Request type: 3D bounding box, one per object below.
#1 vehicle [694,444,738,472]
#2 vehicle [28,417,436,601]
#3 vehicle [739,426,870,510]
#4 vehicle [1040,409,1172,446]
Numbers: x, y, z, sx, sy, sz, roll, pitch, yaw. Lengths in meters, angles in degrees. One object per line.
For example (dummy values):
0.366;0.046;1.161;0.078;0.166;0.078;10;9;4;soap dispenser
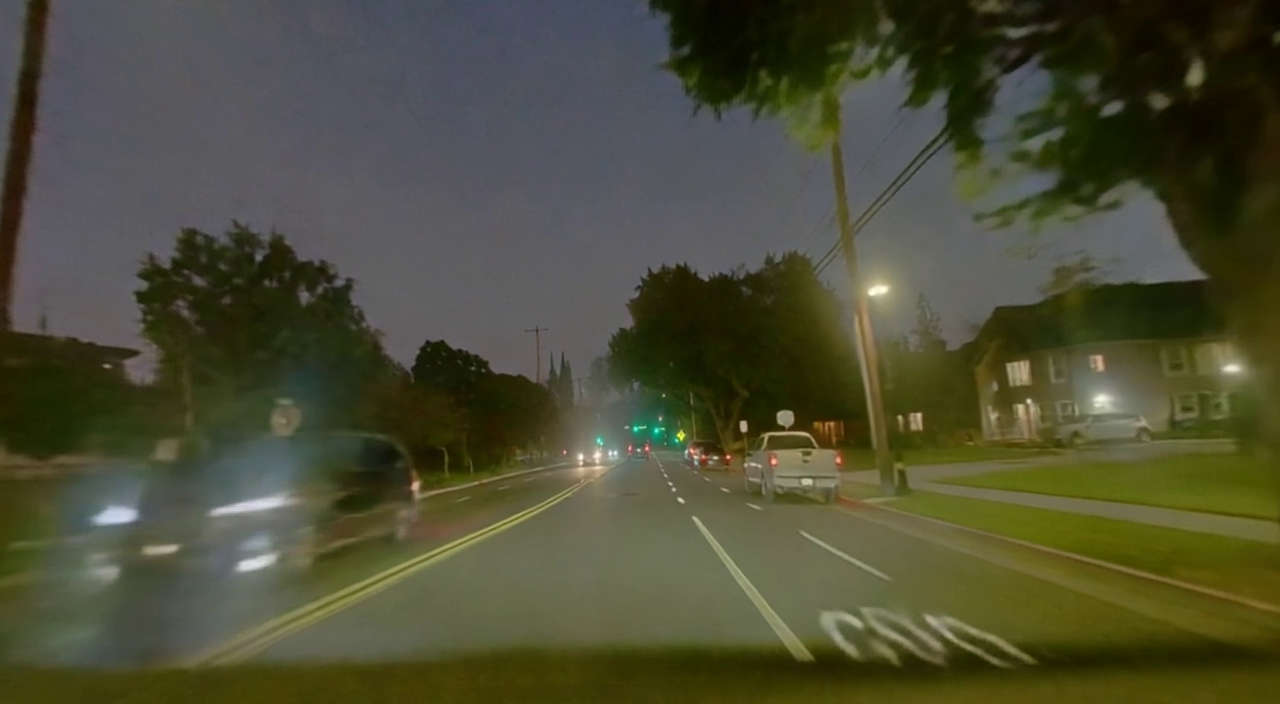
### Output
4.137;5.827;34.929;1.874;1.415;4.683;0;-8;0;vehicle
-4.903;1.942;8.937;2.091;1.793;5.296;-1;-8;2;vehicle
3.867;2.815;15.856;2.087;1.725;4.986;-1;-8;2;vehicle
22.133;3.616;30.109;4.799;1.678;2.002;0;-9;-5;vehicle
